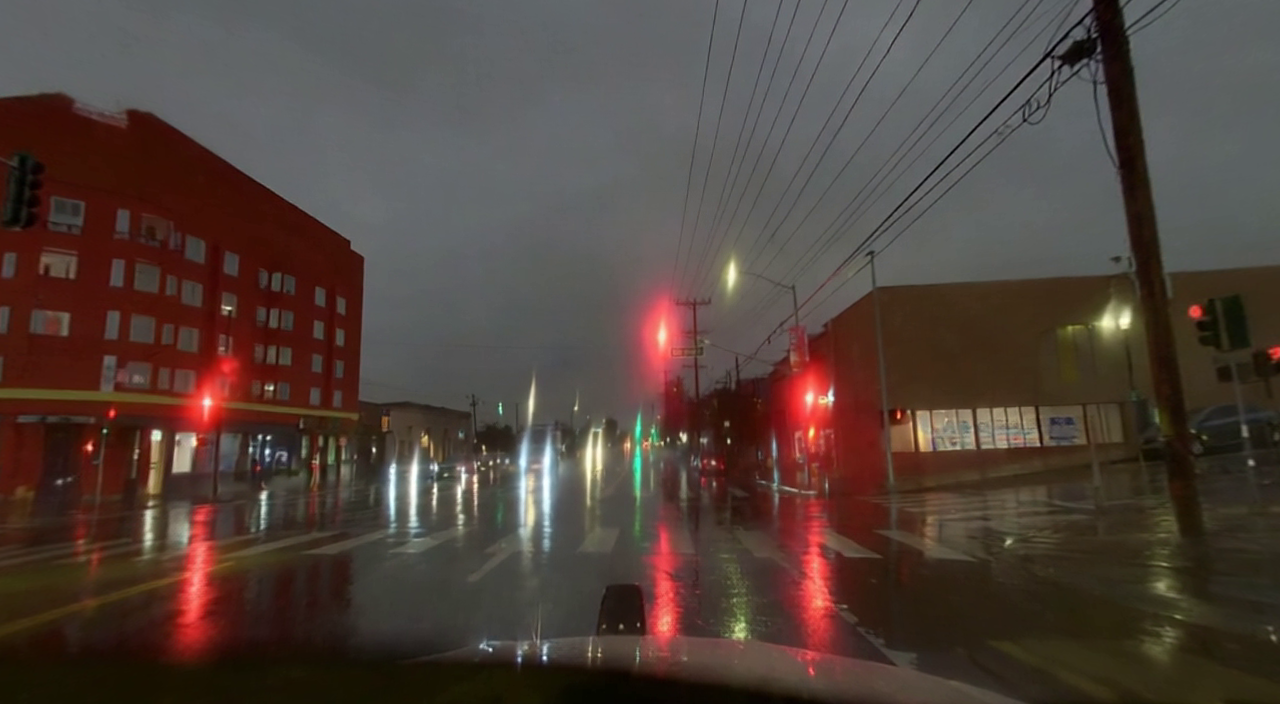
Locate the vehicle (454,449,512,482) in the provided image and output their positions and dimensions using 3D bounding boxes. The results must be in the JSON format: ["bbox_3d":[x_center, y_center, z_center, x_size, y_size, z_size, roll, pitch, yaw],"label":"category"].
[{"bbox_3d":[-8.678,6.292,35.159,2.020,1.672,3.842,0,-9,3],"label":"vehicle"}]

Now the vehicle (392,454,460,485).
[{"bbox_3d":[-12.014,6.604,35.731,1.943,1.574,4.727,0,-9,3],"label":"vehicle"}]

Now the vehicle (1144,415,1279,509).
[{"bbox_3d":[12.742,2.203,12.772,3.234,1.746,1.941,-1,-9,2],"label":"vehicle"}]
